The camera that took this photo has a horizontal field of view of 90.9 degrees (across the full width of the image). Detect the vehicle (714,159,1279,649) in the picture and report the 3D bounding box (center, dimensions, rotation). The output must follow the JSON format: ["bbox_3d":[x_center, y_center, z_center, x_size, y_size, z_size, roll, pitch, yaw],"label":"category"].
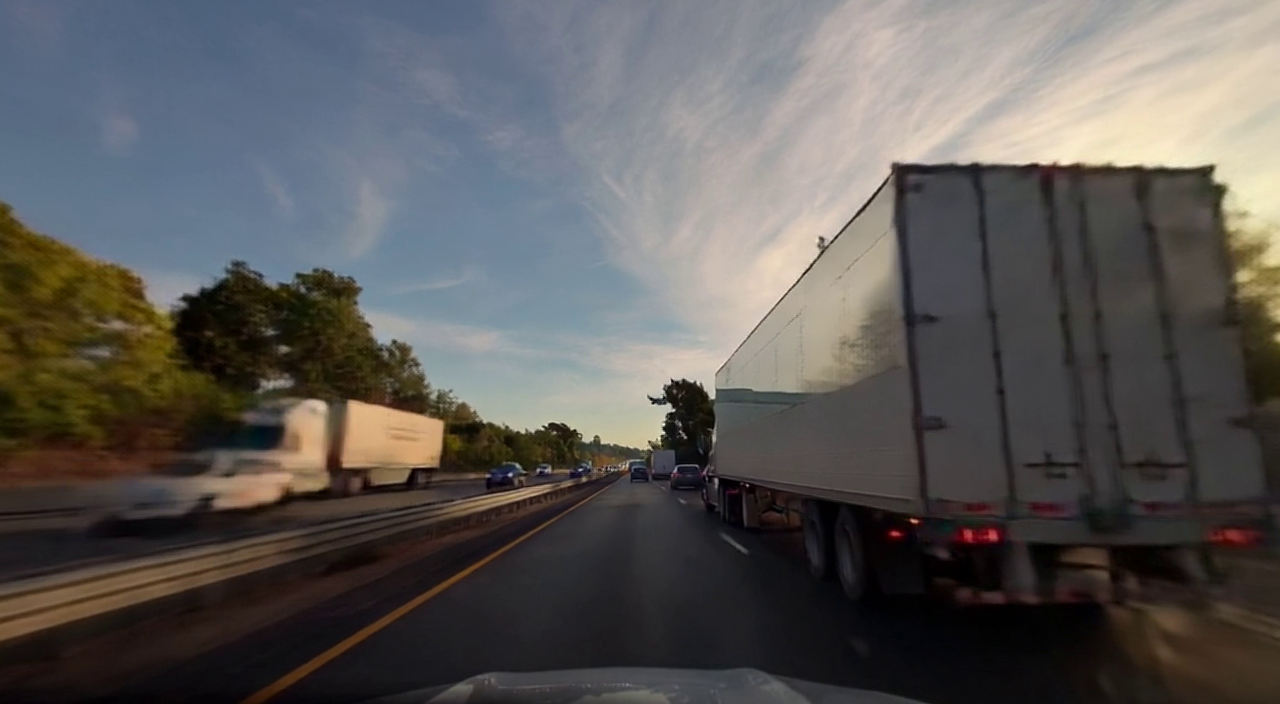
[{"bbox_3d":[3.714,1.563,12.199,2.863,4.088,14.040,1,-10,0],"label":"vehicle"}]

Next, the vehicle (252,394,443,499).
[{"bbox_3d":[-13.616,4.960,31.658,2.878,4.073,14.003,1,-10,0],"label":"vehicle"}]

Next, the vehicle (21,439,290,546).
[{"bbox_3d":[-9.345,2.752,12.763,1.996,1.740,4.245,1,-10,0],"label":"vehicle"}]

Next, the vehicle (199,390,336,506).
[{"bbox_3d":[-13.611,3.567,23.311,3.002,3.951,2.753,1,-10,0],"label":"vehicle"}]

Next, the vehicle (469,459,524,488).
[{"bbox_3d":[-9.730,8.315,43.252,2.556,1.770,5.047,1,-10,0],"label":"vehicle"}]
